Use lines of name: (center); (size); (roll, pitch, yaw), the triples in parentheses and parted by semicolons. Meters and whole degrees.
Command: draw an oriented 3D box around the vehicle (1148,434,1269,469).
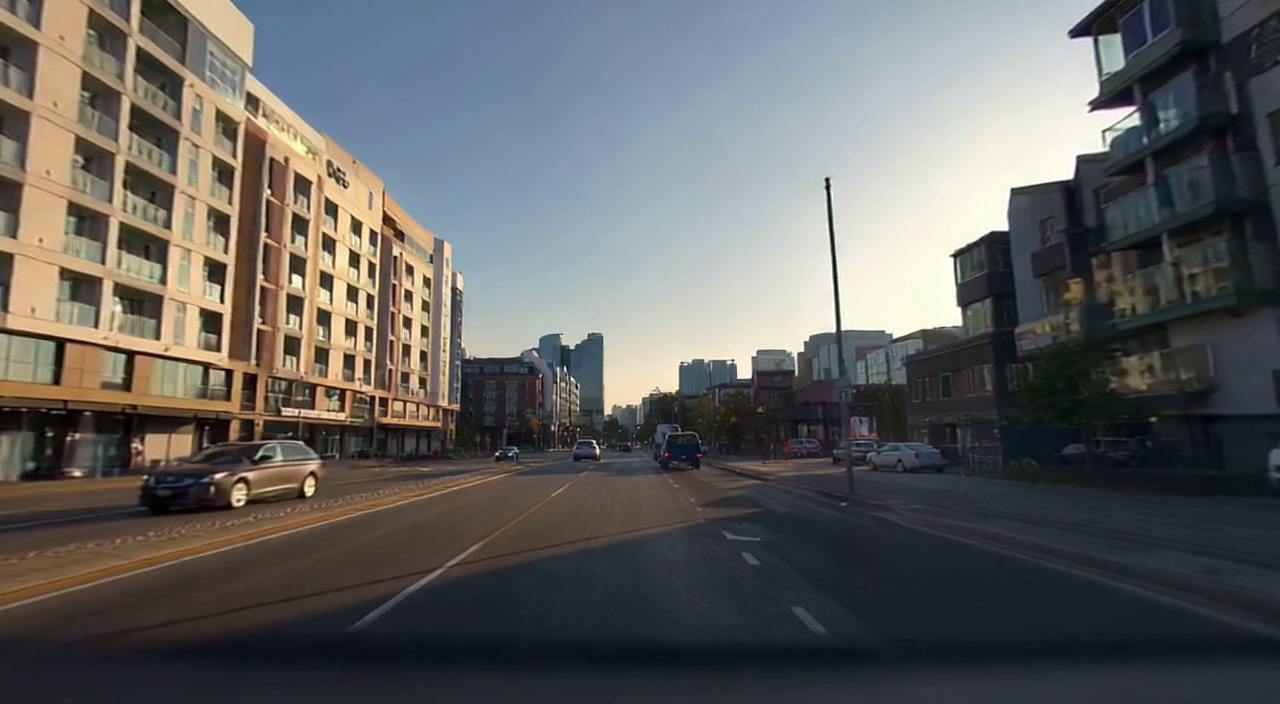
vehicle: (27.197, 4.731, 30.436); (1.989, 1.470, 4.105); (-3, -8, 0)

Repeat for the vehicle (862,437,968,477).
vehicle: (11.816, 4.499, 27.549); (1.954, 1.483, 4.742); (-2, -7, -7)

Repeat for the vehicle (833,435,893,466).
vehicle: (13.950, 6.192, 39.917); (2.019, 1.819, 4.909); (0, -9, 0)

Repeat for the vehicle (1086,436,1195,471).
vehicle: (23.674, 4.809, 30.125); (1.950, 1.495, 4.161); (-1, -8, 4)

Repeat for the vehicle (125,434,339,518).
vehicle: (-8.821, 2.674, 14.266); (1.969, 1.489, 4.522); (-2, -8, -2)

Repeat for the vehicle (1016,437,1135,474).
vehicle: (20.077, 4.787, 29.442); (2.013, 1.548, 4.579); (1, -8, -5)

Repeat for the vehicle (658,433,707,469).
vehicle: (2.197, 5.352, 34.327); (2.130, 1.787, 5.126); (0, -8, -2)

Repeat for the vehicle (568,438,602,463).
vehicle: (-3.752, 6.809, 43.822); (2.046, 1.617, 4.601); (0, -8, -2)
